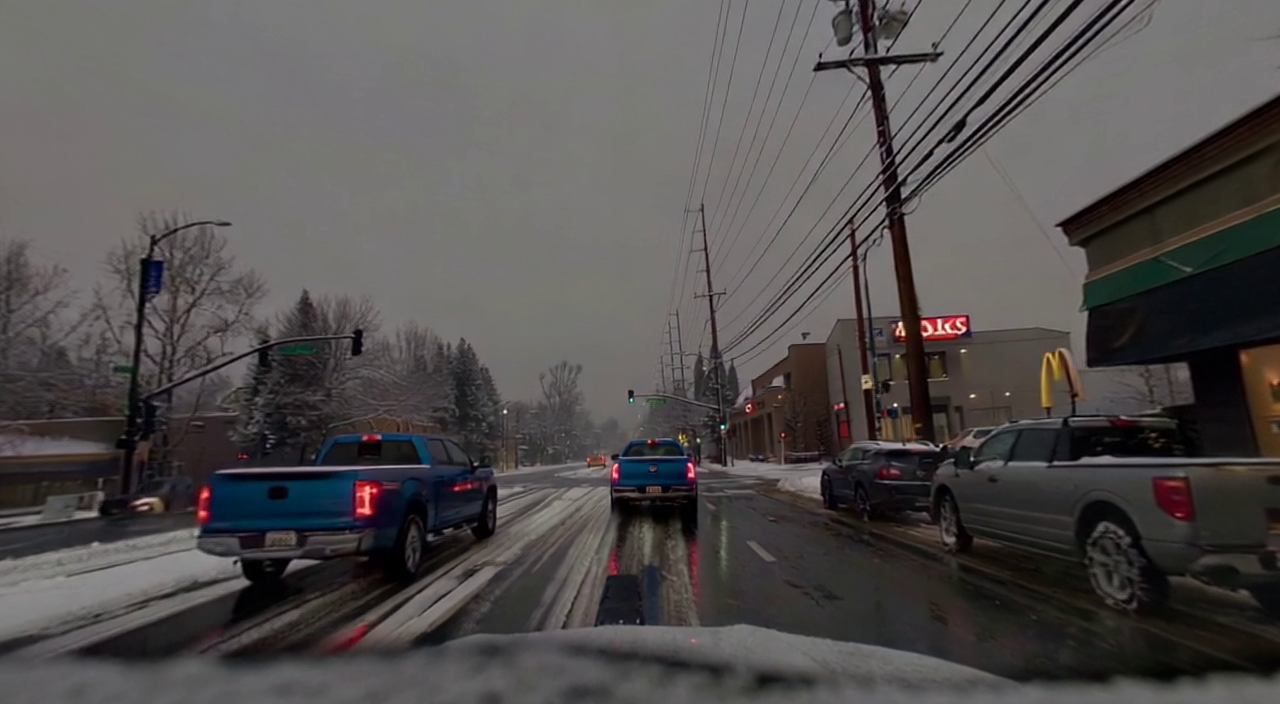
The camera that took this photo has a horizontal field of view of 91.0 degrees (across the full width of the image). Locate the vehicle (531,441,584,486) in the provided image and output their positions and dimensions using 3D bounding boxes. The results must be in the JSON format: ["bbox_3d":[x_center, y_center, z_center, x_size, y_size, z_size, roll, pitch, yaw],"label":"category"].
[{"bbox_3d":[-5.766,7.941,45.316,2.619,2.948,7.193,0,-9,2],"label":"vehicle"}]

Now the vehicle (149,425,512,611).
[{"bbox_3d":[-3.141,1.772,7.770,1.995,1.554,4.618,0,-9,2],"label":"vehicle"}]

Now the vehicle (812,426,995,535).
[{"bbox_3d":[5.118,2.536,13.054,1.974,1.823,4.576,0,-9,3],"label":"vehicle"}]

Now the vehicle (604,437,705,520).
[{"bbox_3d":[0.537,3.027,15.701,2.089,1.699,4.650,-1,-9,6],"label":"vehicle"}]

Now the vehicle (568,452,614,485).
[{"bbox_3d":[-2.847,6.979,37.950,2.140,1.768,5.092,0,-9,3],"label":"vehicle"}]

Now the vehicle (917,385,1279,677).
[{"bbox_3d":[4.905,1.469,6.368,2.007,1.786,4.870,0,-9,0],"label":"vehicle"}]

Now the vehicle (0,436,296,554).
[{"bbox_3d":[-9.097,2.585,12.220,2.040,1.786,4.772,0,-9,1],"label":"vehicle"}]
